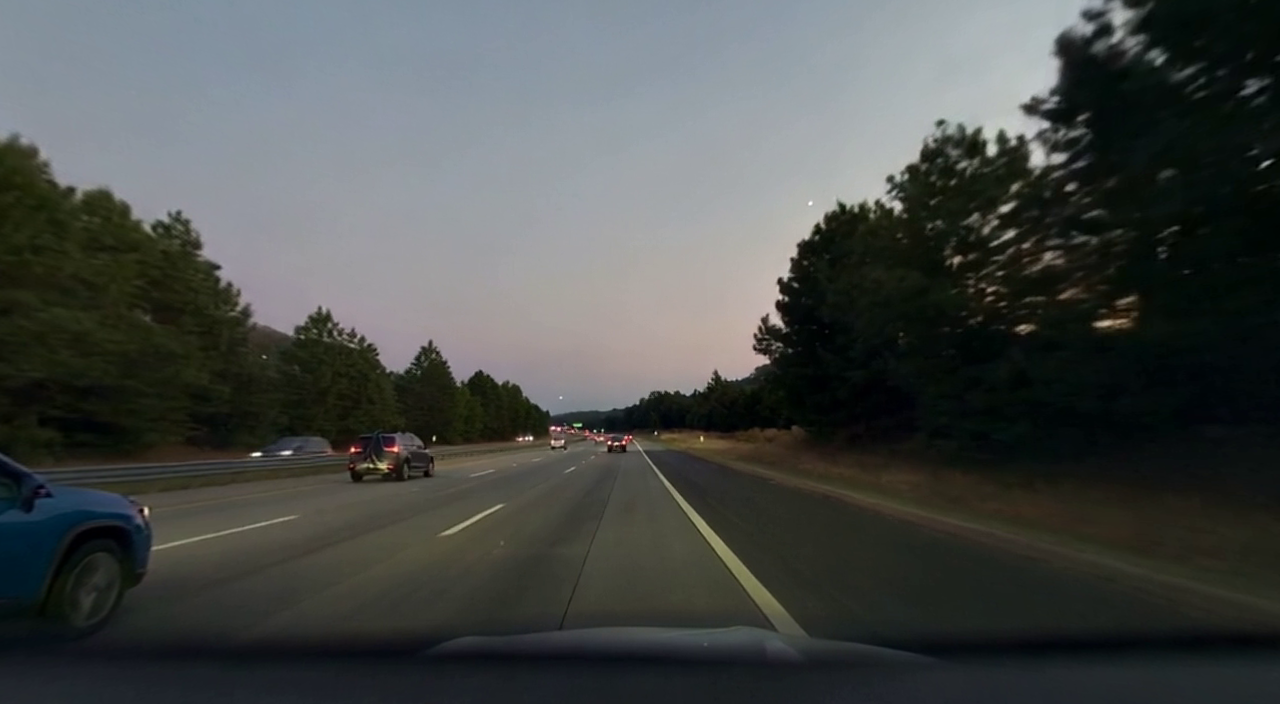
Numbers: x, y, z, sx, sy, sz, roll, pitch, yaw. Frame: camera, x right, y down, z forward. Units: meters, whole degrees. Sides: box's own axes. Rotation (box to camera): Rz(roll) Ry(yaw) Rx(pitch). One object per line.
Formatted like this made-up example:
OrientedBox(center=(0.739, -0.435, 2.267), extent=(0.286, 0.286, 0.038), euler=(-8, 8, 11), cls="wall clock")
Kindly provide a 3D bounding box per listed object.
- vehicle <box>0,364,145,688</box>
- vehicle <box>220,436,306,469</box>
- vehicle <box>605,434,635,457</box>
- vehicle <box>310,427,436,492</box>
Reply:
OrientedBox(center=(-4.498, 0.760, 2.019), extent=(2.069, 1.748, 4.652), euler=(0, -8, -1), cls="vehicle")
OrientedBox(center=(-17.971, 4.765, 30.236), extent=(1.753, 1.481, 3.929), euler=(0, -8, -1), cls="vehicle")
OrientedBox(center=(-1.477, 7.072, 47.770), extent=(2.178, 1.658, 3.916), euler=(0, -8, -1), cls="vehicle")
OrientedBox(center=(-7.987, 3.231, 19.396), extent=(1.964, 1.745, 4.338), euler=(0, -8, 0), cls="vehicle")
